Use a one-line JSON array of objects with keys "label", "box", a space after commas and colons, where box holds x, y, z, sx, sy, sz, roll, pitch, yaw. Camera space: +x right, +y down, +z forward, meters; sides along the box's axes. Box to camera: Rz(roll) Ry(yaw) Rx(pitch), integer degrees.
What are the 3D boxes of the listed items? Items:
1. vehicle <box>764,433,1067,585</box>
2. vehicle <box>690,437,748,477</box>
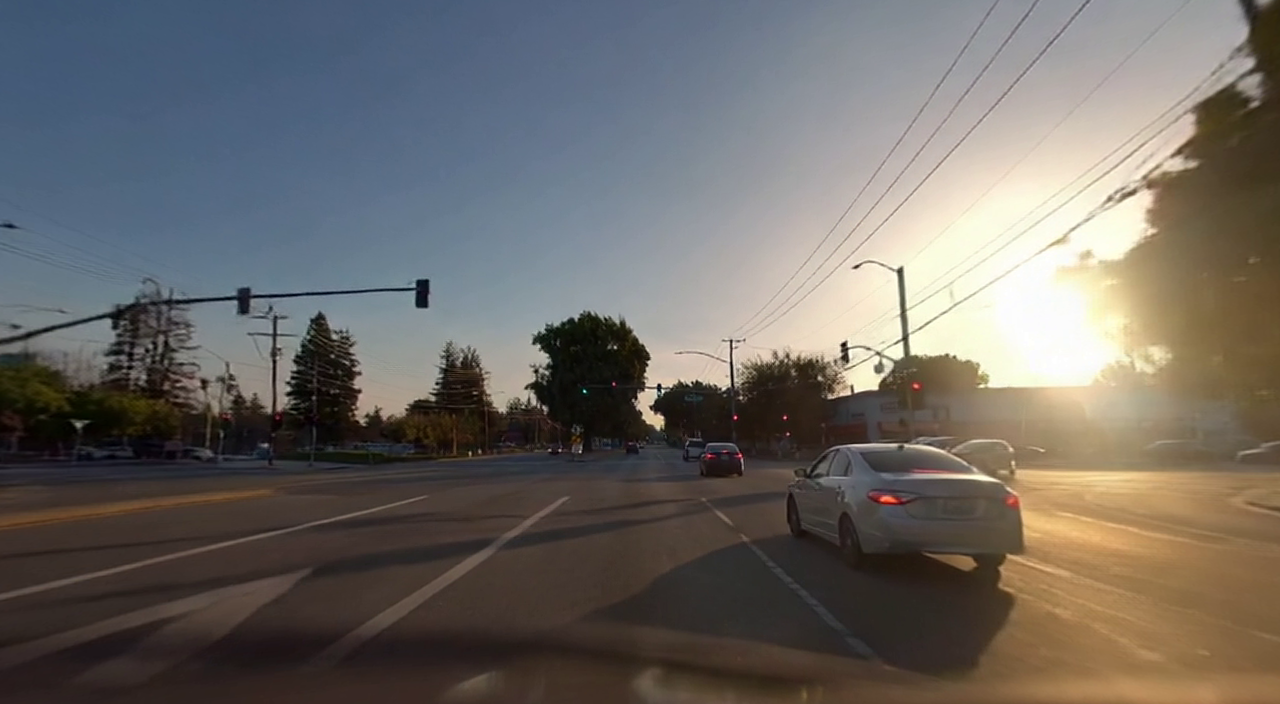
[{"label": "vehicle", "box": [3.120, 1.846, 8.408, 2.004, 1.455, 4.417, 0, -8, -1]}, {"label": "vehicle", "box": [3.593, 4.823, 29.402, 2.128, 1.699, 4.222, 0, -8, 0]}]
